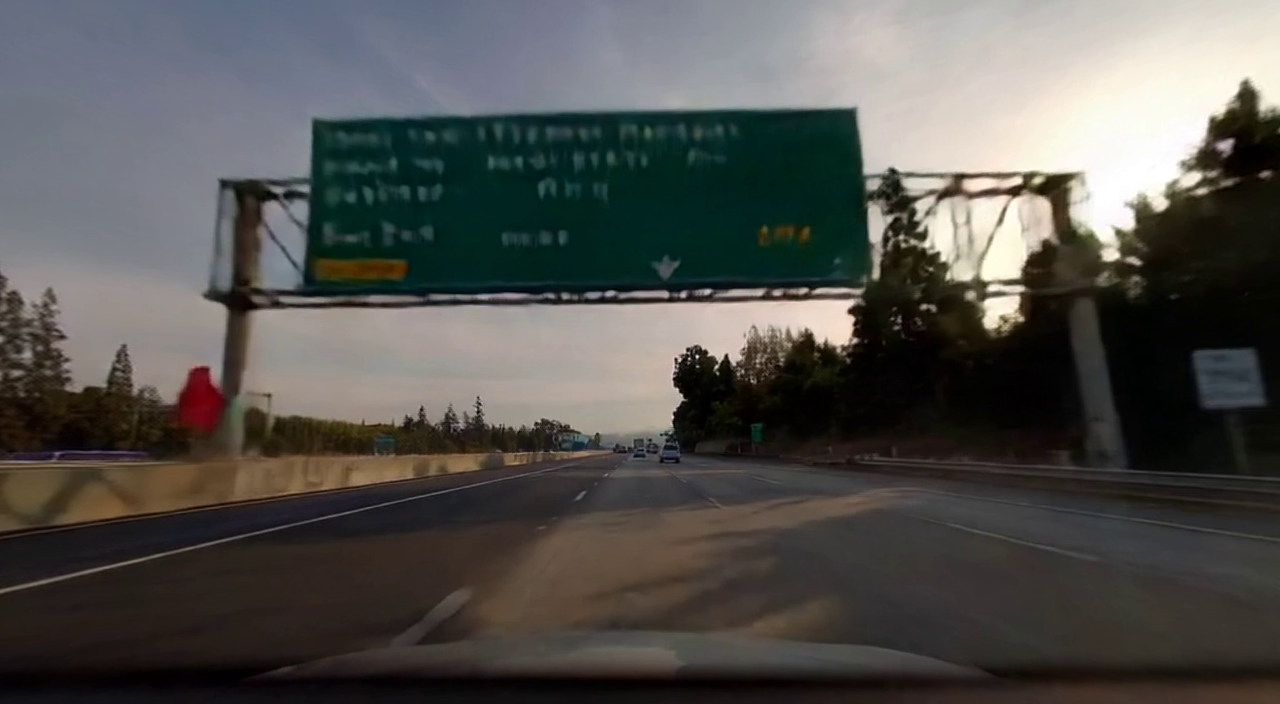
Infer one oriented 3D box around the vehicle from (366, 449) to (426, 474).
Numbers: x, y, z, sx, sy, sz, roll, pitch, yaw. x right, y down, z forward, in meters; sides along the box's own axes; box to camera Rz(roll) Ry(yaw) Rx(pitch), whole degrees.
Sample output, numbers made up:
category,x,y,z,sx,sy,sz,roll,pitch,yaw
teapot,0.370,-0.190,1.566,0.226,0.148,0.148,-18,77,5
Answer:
category,x,y,z,sx,sy,sz,roll,pitch,yaw
vehicle,-15.564,6.988,40.480,1.903,1.486,4.666,0,-9,1
